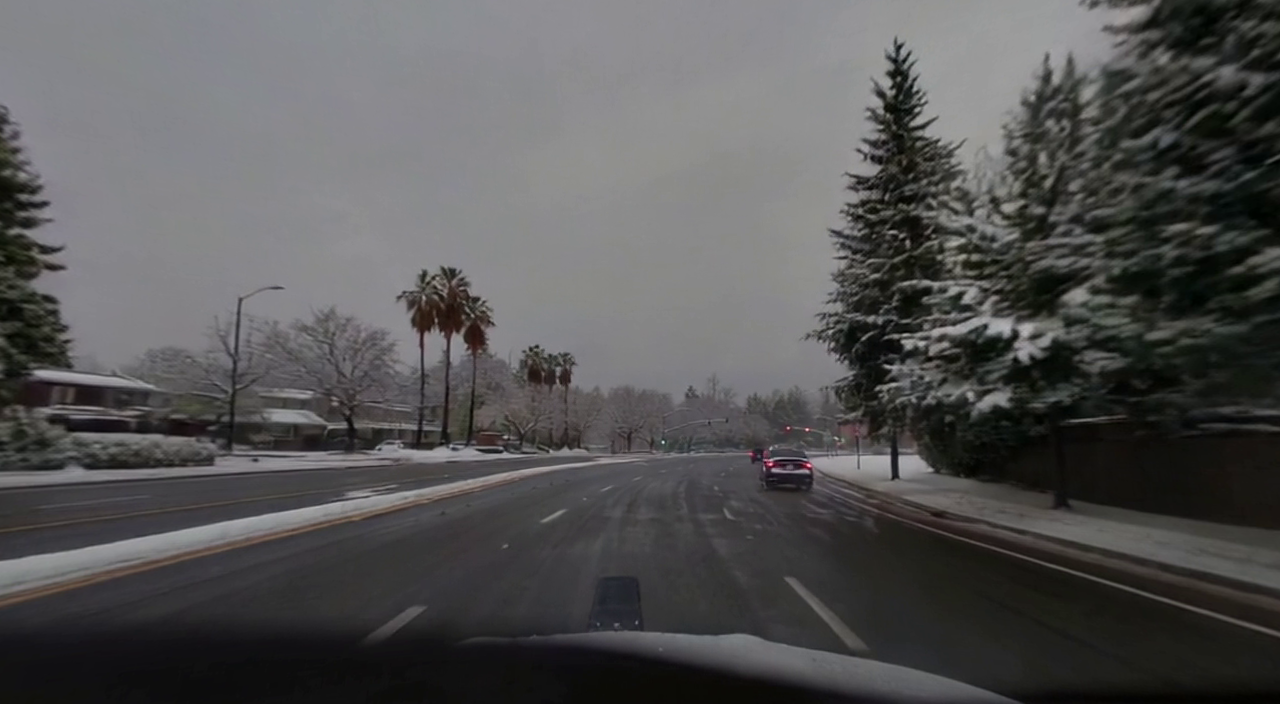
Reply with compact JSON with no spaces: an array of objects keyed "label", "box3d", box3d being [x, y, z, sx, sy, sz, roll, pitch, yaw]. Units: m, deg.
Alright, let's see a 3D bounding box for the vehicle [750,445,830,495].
[{"label":"vehicle","box3d":[4.887,3.879,21.090,1.993,1.483,3.821,-1,-9,4]}]
